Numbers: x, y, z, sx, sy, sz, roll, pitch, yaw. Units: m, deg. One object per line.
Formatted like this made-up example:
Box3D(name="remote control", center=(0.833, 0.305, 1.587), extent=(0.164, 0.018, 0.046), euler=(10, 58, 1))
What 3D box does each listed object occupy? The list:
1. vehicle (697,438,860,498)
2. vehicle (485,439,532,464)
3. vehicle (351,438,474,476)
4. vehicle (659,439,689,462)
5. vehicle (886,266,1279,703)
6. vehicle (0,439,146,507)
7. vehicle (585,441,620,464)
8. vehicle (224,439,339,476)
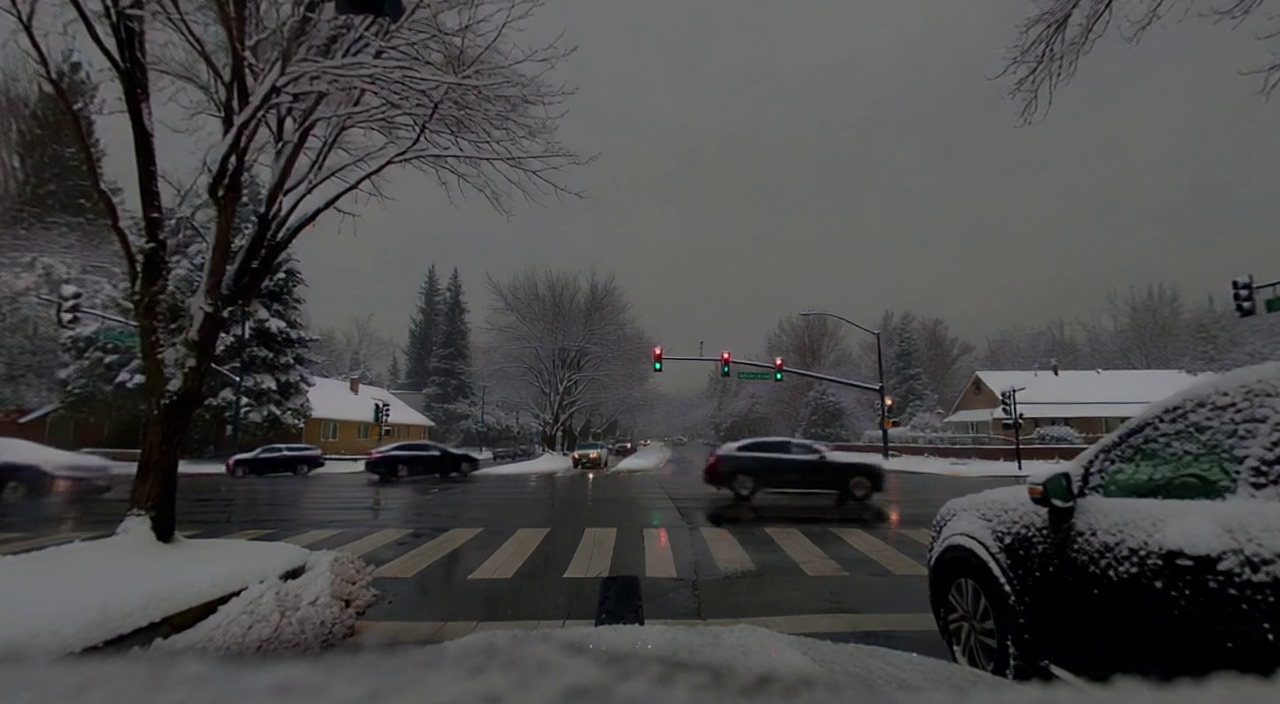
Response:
Box3D(name="vehicle", center=(3.565, 3.070, 16.870), extent=(3.894, 1.487, 1.863), euler=(0, -9, -1))
Box3D(name="vehicle", center=(-8.997, 6.856, 43.664), extent=(2.028, 1.654, 5.027), euler=(0, -9, 1))
Box3D(name="vehicle", center=(-9.661, 4.441, 26.857), extent=(4.689, 1.490, 1.920), euler=(4, -9, -24))
Box3D(name="vehicle", center=(2.543, 7.500, 48.035), extent=(2.130, 1.633, 4.532), euler=(0, -9, 2))
Box3D(name="vehicle", center=(2.695, 0.708, 1.748), extent=(2.085, 1.800, 4.908), euler=(0, -9, 1))
Box3D(name="vehicle", center=(-15.873, 3.060, 16.226), extent=(4.680, 1.620, 1.943), euler=(0, -9, -1))
Box3D(name="vehicle", center=(-2.443, 6.716, 42.355), extent=(2.046, 1.491, 4.118), euler=(0, -8, 0))
Box3D(name="vehicle", center=(-18.528, 5.442, 32.831), extent=(2.065, 1.775, 4.667), euler=(-7, -11, 39))
